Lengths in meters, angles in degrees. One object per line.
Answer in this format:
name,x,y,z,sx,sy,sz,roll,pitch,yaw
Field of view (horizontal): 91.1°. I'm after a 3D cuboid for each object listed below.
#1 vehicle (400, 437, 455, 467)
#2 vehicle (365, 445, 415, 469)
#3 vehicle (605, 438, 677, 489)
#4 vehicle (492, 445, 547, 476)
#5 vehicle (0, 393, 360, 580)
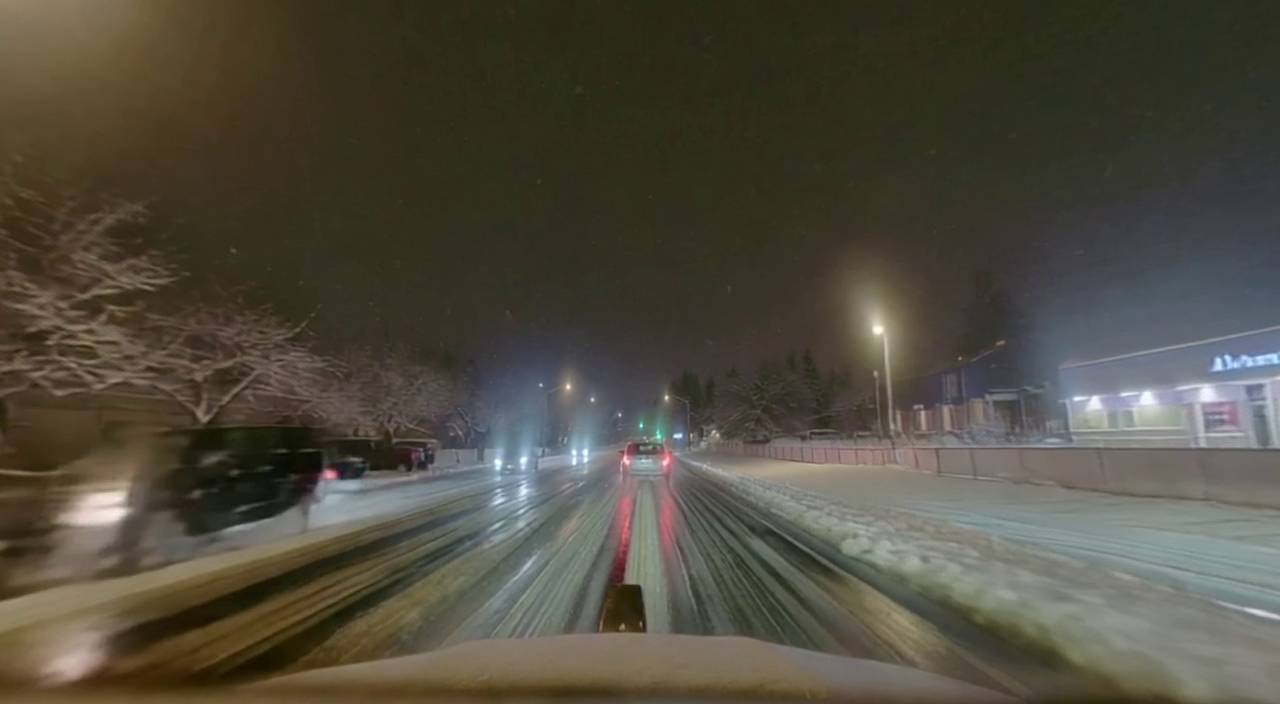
vehicle,-16.323,7.720,48.608,2.230,2.164,5.732,0,-8,0
vehicle,-19.263,8.093,48.513,2.050,1.714,4.619,0,-9,-2
vehicle,0.028,3.633,20.790,2.144,1.514,4.063,0,-9,0
vehicle,-6.363,5.779,33.635,1.985,1.505,4.143,-1,-9,2
vehicle,-6.972,1.941,9.957,2.340,2.103,5.526,-1,-9,2
